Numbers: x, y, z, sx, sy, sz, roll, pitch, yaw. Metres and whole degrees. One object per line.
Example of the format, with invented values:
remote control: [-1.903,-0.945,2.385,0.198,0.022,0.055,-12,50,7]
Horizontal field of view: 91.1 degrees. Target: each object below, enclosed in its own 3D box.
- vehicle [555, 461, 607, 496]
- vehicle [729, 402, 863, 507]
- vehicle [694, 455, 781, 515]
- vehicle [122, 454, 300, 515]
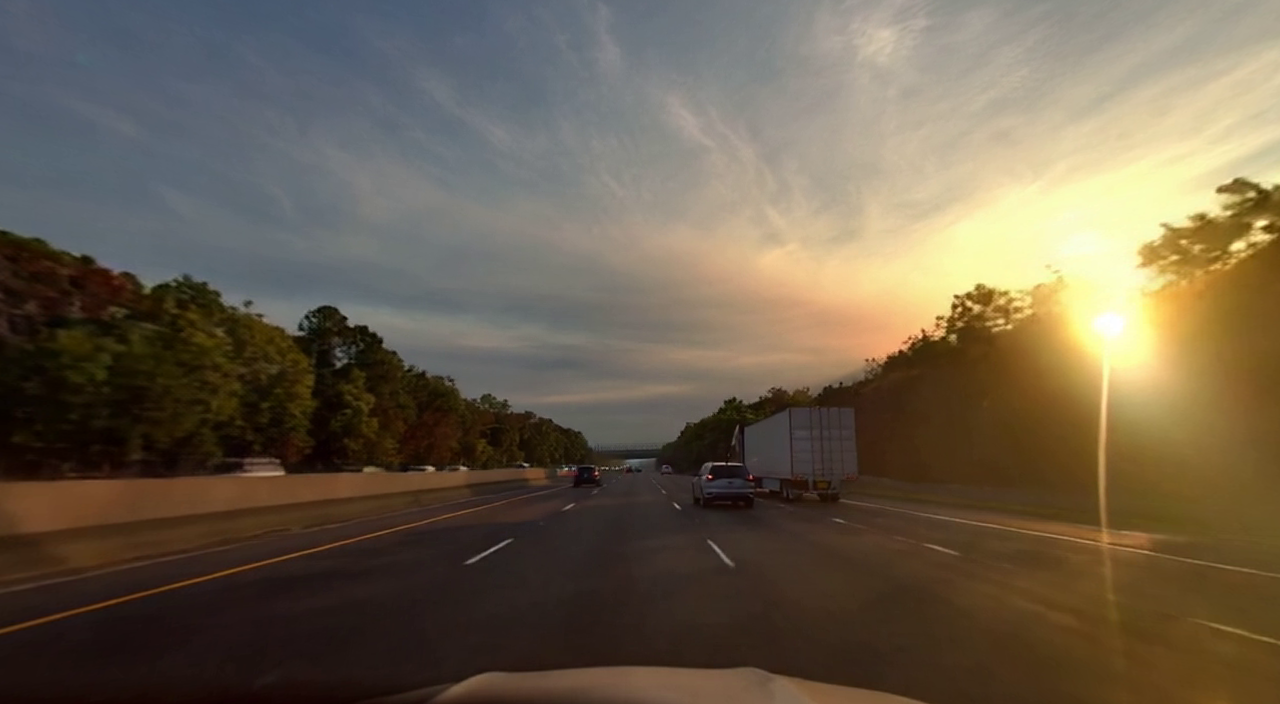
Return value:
vehicle: [-2.758,6.105,30.480,2.025,1.547,4.150,1,-10,1]
vehicle: [7.449,5.611,33.697,2.883,4.151,17.144,1,-10,0]
vehicle: [3.026,4.292,20.586,2.050,1.708,4.457,1,-10,-1]
vehicle: [-11.410,3.551,17.147,1.827,1.412,4.194,1,-10,1]
